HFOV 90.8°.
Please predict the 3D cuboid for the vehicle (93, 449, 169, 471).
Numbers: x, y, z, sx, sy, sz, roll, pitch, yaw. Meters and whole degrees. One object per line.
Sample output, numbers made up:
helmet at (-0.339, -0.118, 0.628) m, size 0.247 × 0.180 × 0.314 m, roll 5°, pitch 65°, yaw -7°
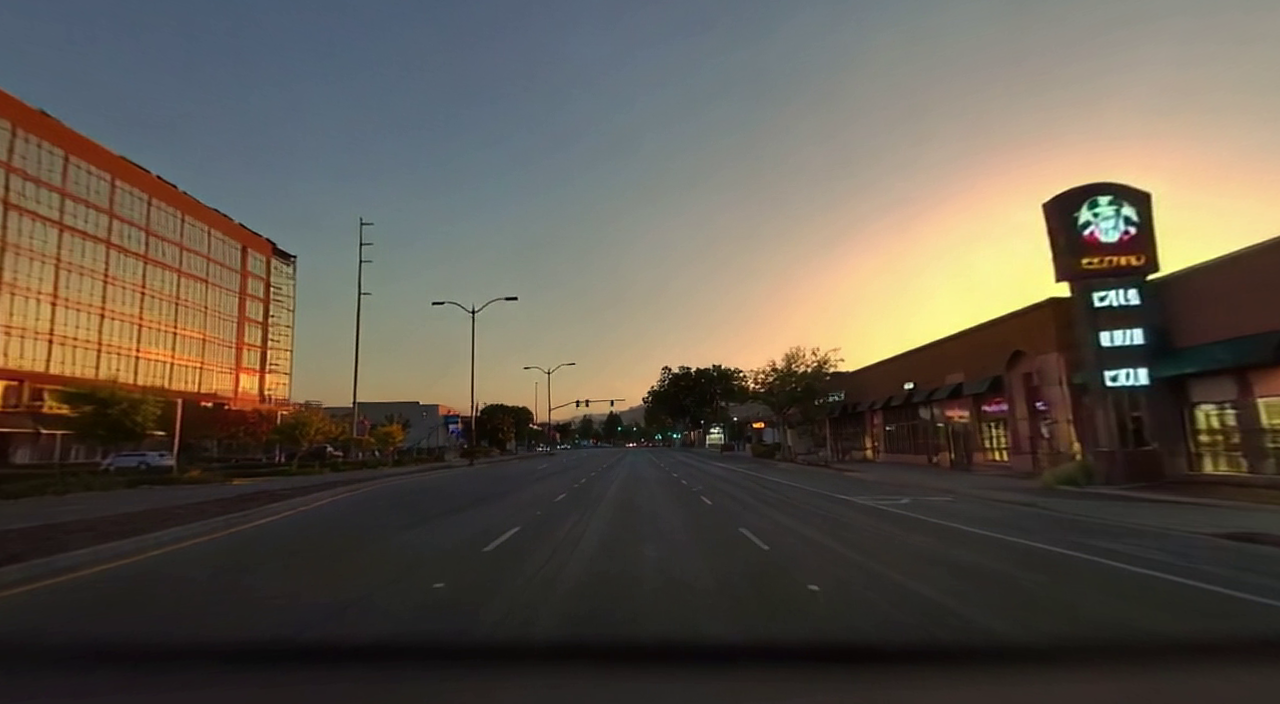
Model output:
vehicle at (-34.499, 7.325, 42.866) m, size 3.557 × 1.432 × 1.774 m, roll 0°, pitch -8°, yaw 0°
